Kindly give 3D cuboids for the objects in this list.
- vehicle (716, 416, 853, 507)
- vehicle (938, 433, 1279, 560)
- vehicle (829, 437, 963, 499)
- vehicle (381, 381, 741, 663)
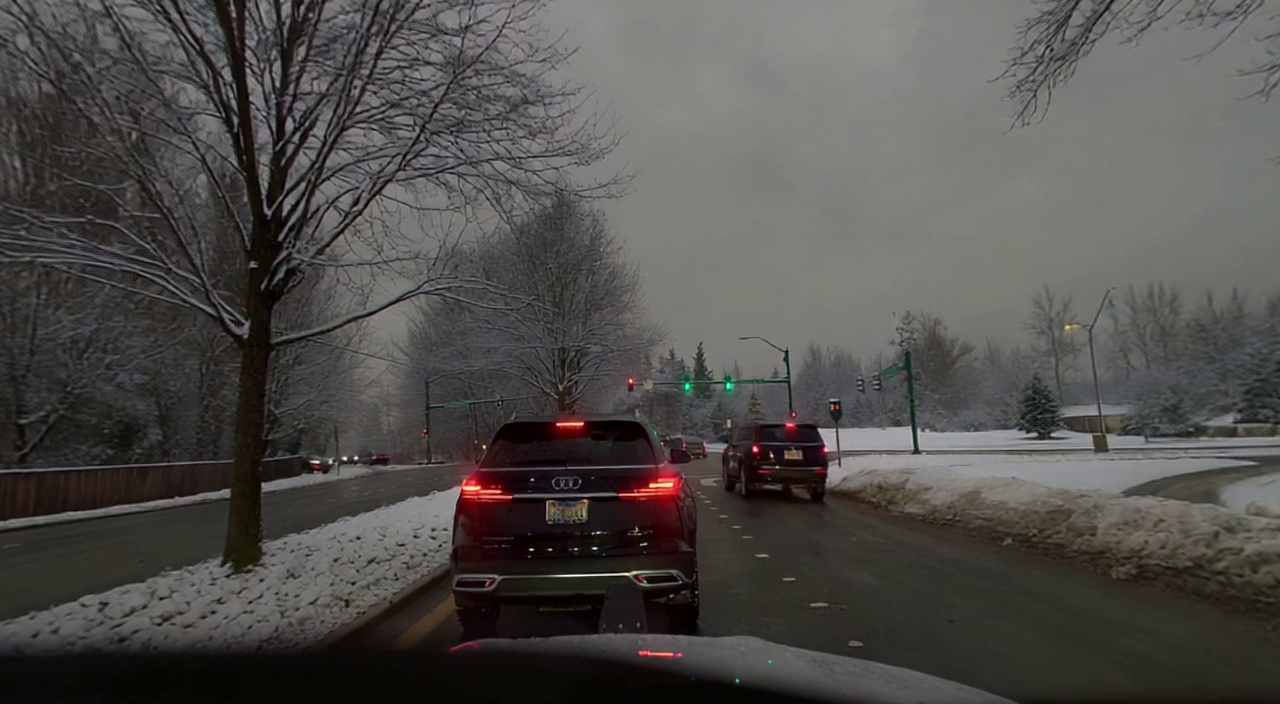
[{"bbox_3d":[3.361,2.679,15.875,2.200,1.909,4.853,0,-9,-1],"label":"vehicle"},{"bbox_3d":[6.588,2.021,9.663,1.894,1.445,4.565,0,-9,1],"label":"vehicle"},{"bbox_3d":[6.973,3.190,17.780,1.890,1.489,4.415,0,-9,0],"label":"vehicle"},{"bbox_3d":[-0.428,1.353,6.078,2.201,1.709,4.271,0,-9,2],"label":"vehicle"}]
